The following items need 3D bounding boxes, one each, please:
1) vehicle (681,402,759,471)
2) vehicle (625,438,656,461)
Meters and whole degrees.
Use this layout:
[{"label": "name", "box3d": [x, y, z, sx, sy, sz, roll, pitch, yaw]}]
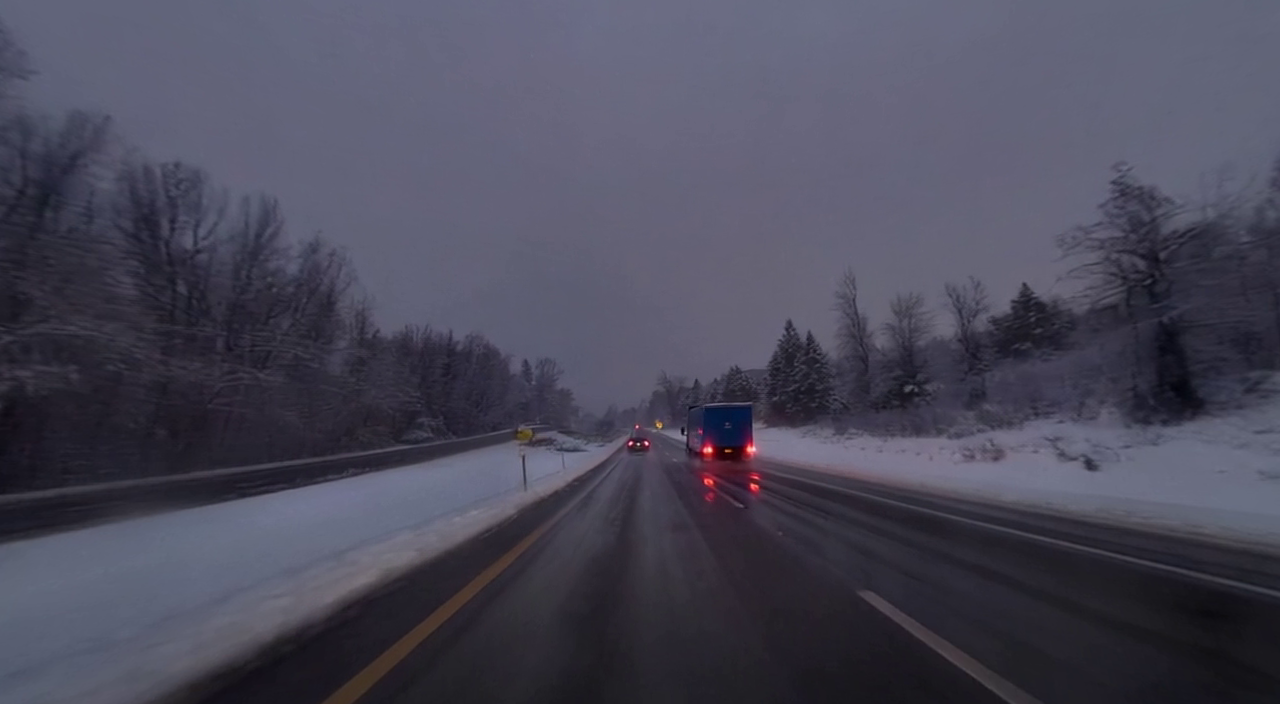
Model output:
[{"label": "vehicle", "box3d": [4.003, 4.562, 33.462, 3.015, 3.211, 7.982, 0, -8, -1]}, {"label": "vehicle", "box3d": [0.029, 7.096, 45.822, 2.170, 1.544, 4.373, 0, -8, 0]}]
